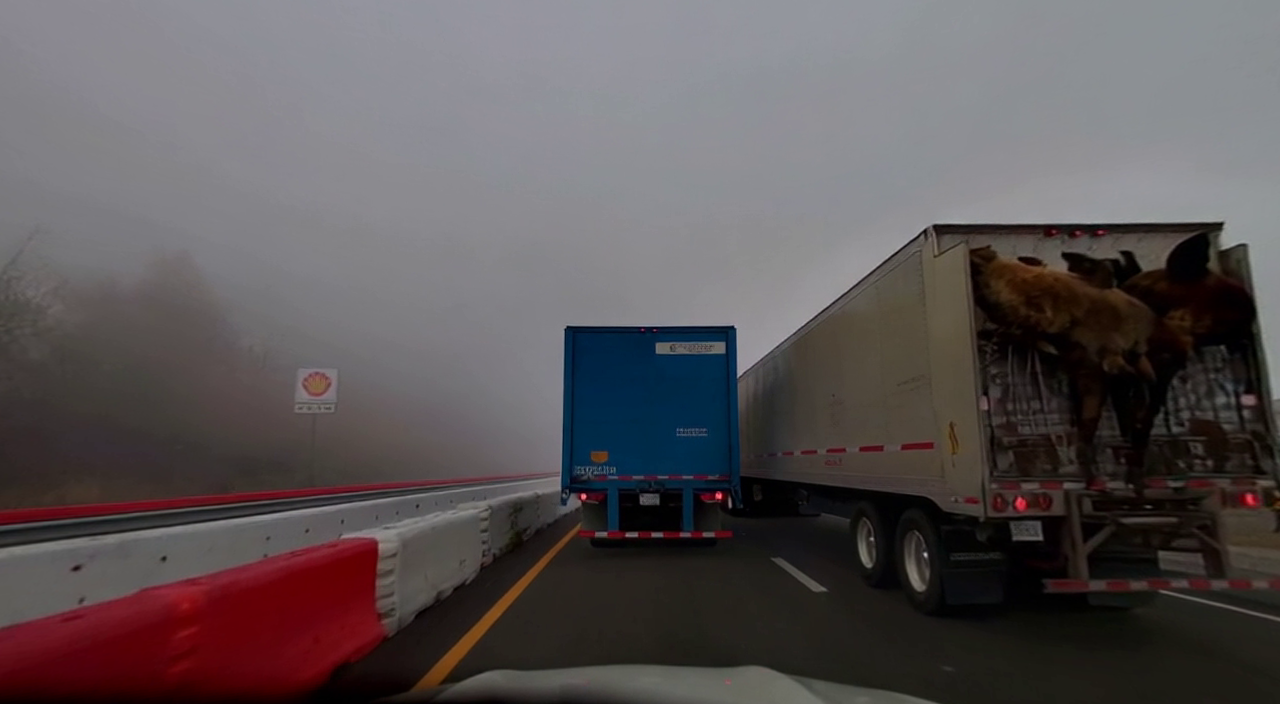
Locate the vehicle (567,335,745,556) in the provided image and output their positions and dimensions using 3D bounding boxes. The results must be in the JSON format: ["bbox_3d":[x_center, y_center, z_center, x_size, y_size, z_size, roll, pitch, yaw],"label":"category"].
[{"bbox_3d":[0.264,2.150,13.847,2.618,3.306,8.676,1,-10,0],"label":"vehicle"}]

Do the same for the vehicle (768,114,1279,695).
[{"bbox_3d":[4.316,1.046,8.620,2.936,3.640,9.443,1,-10,-1],"label":"vehicle"}]
